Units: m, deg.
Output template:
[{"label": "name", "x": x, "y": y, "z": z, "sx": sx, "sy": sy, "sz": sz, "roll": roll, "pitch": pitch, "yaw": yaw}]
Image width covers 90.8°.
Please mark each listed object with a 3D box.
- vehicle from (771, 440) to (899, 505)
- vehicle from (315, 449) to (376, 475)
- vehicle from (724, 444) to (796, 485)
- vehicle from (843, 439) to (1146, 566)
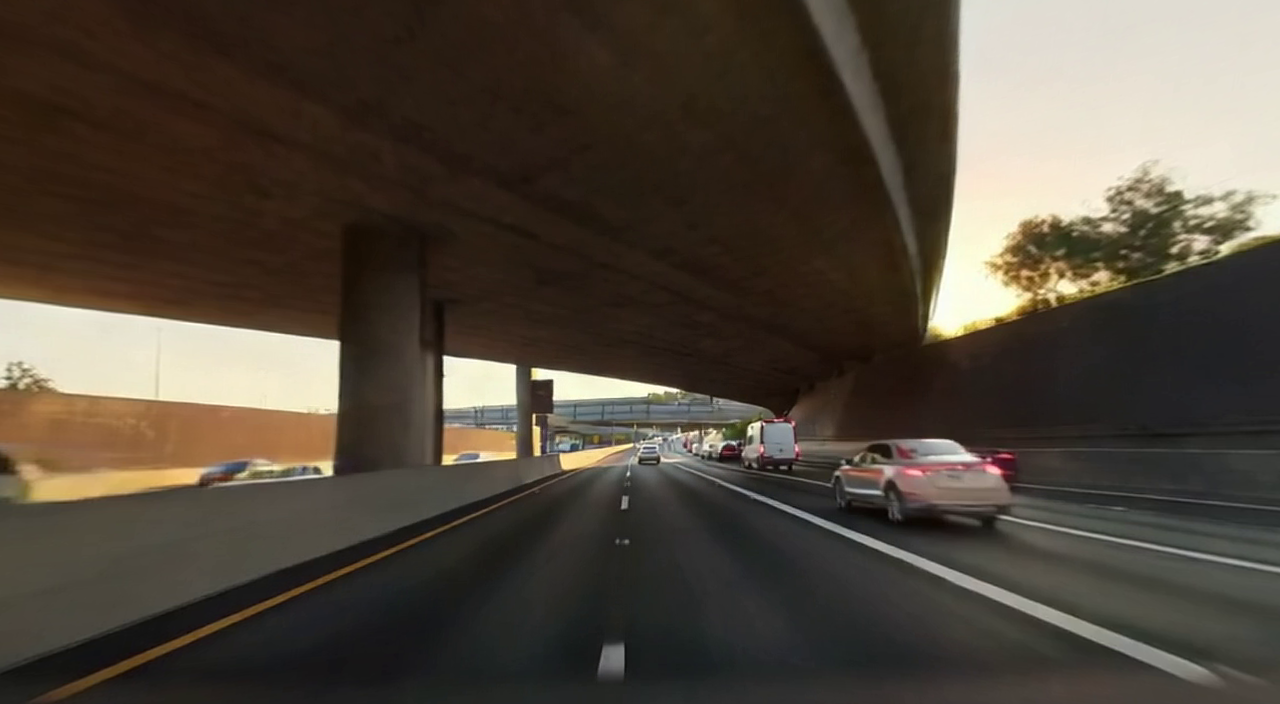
[{"label": "vehicle", "x": 5.137, "y": 3.234, "z": 17.480, "sx": 1.915, "sy": 1.512, "sz": 4.812, "roll": 0, "pitch": -8, "yaw": -1}, {"label": "vehicle", "x": -20.784, "y": 7.752, "z": 44.773, "sx": 1.922, "sy": 1.747, "sz": 4.705, "roll": 0, "pitch": -8, "yaw": 2}, {"label": "vehicle", "x": 4.762, "y": 4.510, "z": 25.710, "sx": 1.927, "sy": 1.489, "sz": 4.478, "roll": 0, "pitch": -8, "yaw": -1}, {"label": "vehicle", "x": 4.833, "y": 2.077, "z": 9.562, "sx": 1.987, "sy": 1.448, "sz": 4.356, "roll": 0, "pitch": -8, "yaw": -1}]
